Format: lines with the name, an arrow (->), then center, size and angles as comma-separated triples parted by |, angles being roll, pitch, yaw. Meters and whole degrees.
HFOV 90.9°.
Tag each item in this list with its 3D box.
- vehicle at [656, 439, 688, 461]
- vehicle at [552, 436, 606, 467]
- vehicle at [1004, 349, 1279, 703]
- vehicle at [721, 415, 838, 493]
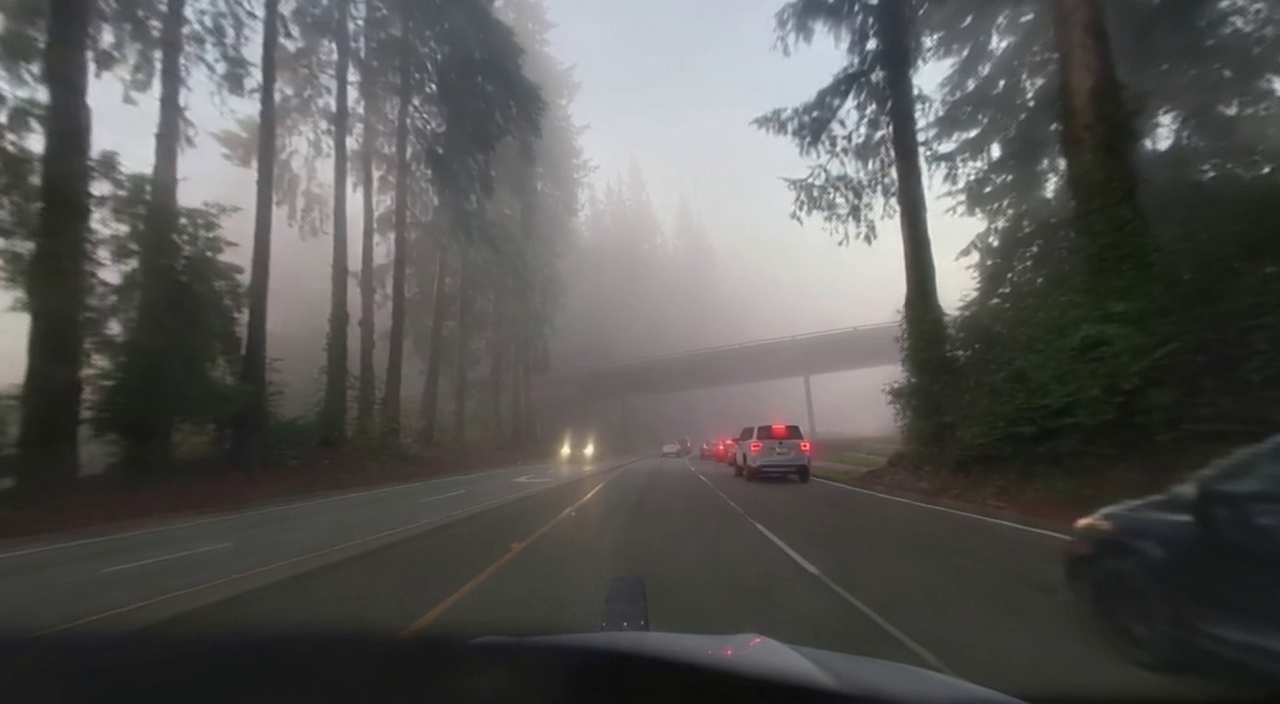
vehicle -> 2.344, 7.090, 45.697 | 2.078, 1.506, 4.058 | -1, -8, 6
vehicle -> -3.179, 5.297, 33.679 | 2.009, 1.527, 4.119 | -1, -8, 6
vehicle -> 3.741, 0.836, 2.632 | 1.938, 1.710, 4.249 | 0, -8, 1
vehicle -> 3.830, 2.920, 18.343 | 2.273, 1.944, 4.866 | 0, -8, 0
